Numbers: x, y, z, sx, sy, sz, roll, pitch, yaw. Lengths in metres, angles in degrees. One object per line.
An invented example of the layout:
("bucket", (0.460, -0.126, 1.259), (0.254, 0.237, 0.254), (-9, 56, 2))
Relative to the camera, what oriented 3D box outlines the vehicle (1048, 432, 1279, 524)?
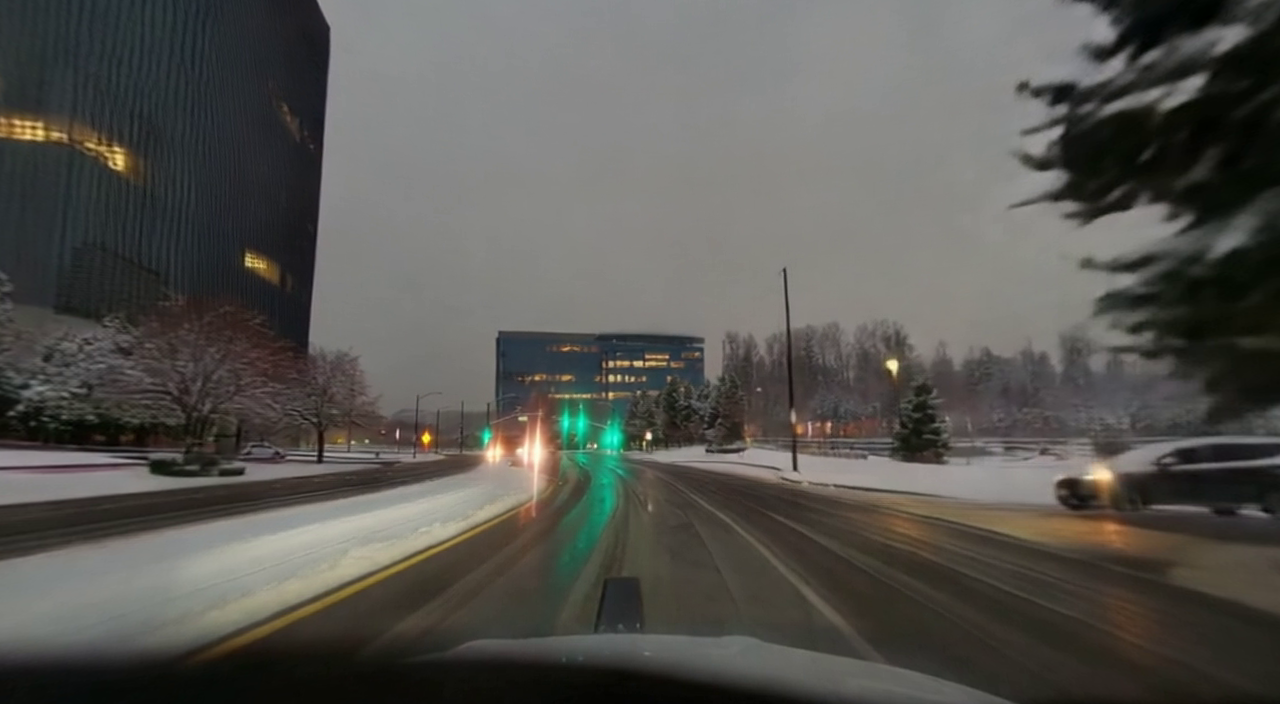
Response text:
("vehicle", (11.574, 2.556, 13.031), (4.728, 1.696, 1.973), (-1, -9, 7))
